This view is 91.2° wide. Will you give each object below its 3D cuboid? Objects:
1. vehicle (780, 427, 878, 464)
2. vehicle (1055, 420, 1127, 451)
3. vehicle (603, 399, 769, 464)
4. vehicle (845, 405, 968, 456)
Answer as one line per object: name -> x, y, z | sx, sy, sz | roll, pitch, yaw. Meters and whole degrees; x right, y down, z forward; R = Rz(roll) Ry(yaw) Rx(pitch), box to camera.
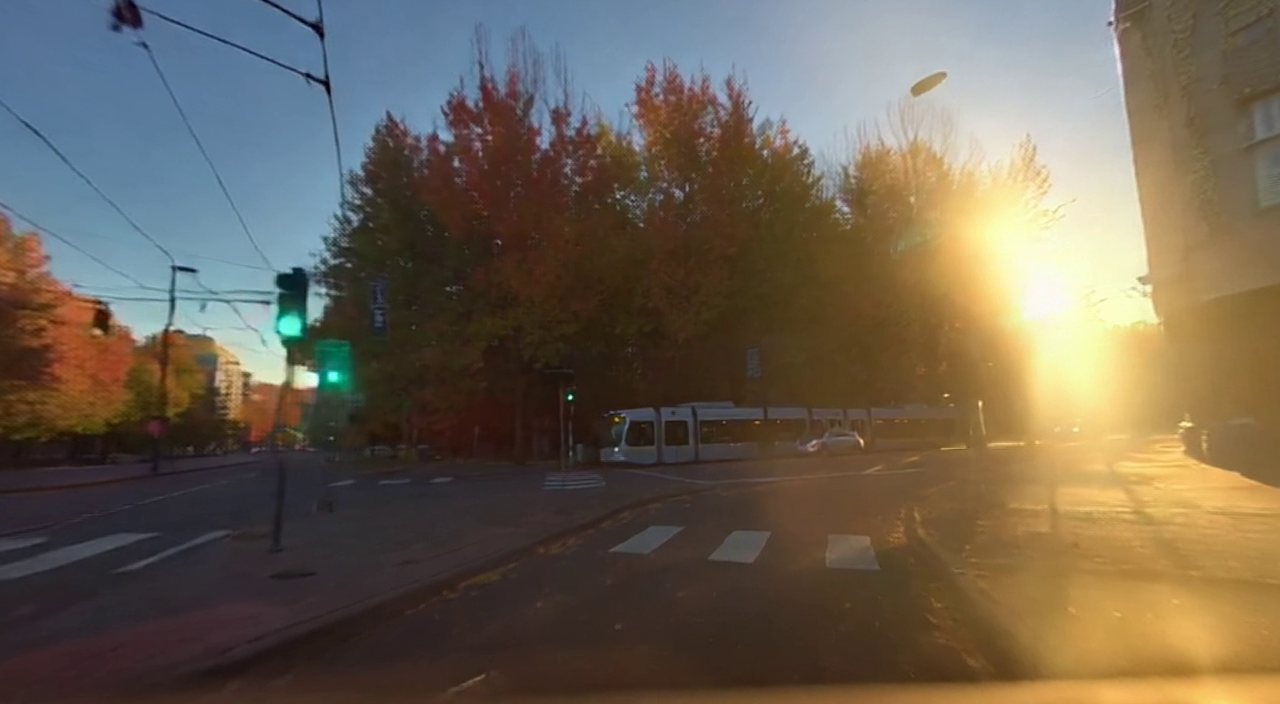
vehicle -> 9.767, 4.821, 32.368 | 4.687, 1.760, 2.028 | 4, -10, -27
vehicle -> 31.332, 5.818, 43.533 | 4.386, 2.070, 2.092 | 4, -10, -26
vehicle -> 3.013, 5.129, 39.959 | 10.391, 3.725, 2.904 | 4, -10, -24
vehicle -> 20.860, 6.045, 48.804 | 10.068, 3.618, 2.878 | 2, -9, -28
